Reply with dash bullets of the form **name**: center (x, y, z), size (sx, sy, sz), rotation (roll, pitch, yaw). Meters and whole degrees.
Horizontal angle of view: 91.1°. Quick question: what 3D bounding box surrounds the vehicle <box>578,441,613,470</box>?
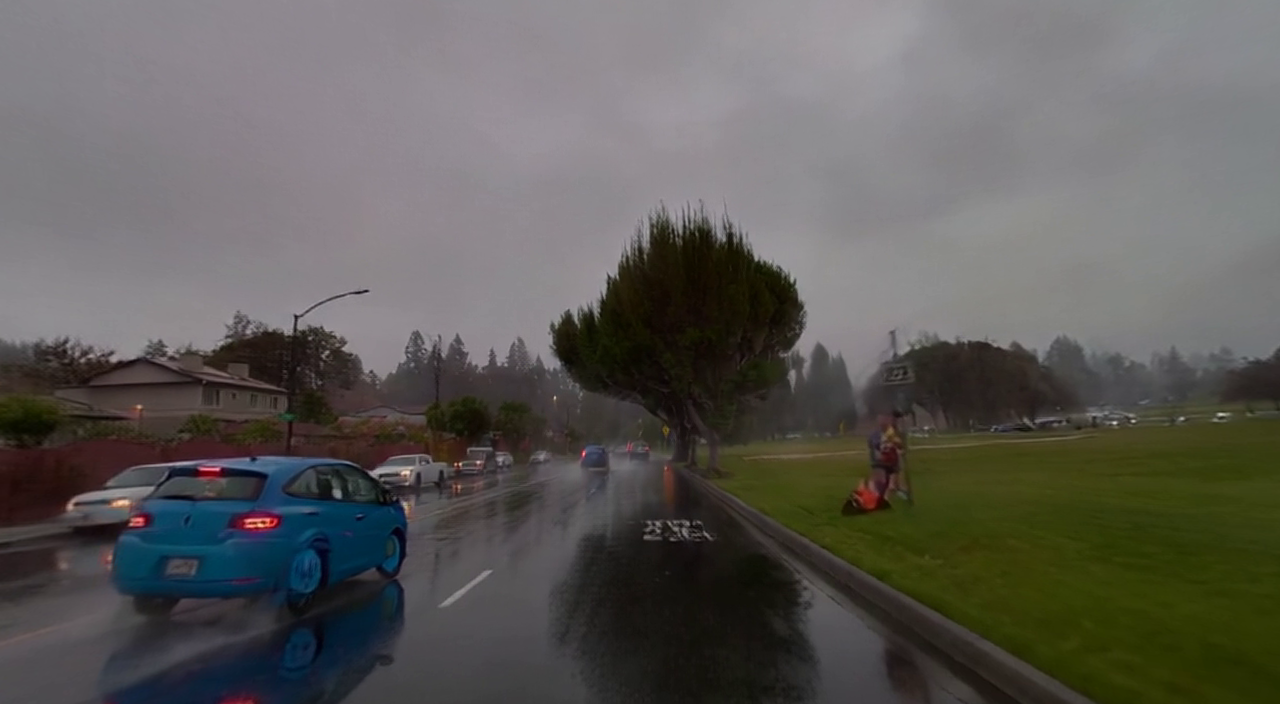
- **vehicle**: center (-2.902, 6.831, 41.614), size (1.908, 1.809, 4.230), rotation (0, -8, 1)

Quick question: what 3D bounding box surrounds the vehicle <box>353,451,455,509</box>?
- **vehicle**: center (-8.988, 4.872, 24.426), size (2.019, 1.907, 4.697), rotation (0, -8, 1)

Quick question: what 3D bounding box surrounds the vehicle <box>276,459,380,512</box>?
- **vehicle**: center (-12.180, 5.188, 24.846), size (1.910, 1.462, 4.581), rotation (-4, -6, -2)

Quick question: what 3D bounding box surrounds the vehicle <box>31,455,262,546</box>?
- **vehicle**: center (-12.146, 3.605, 16.055), size (1.904, 1.728, 4.997), rotation (2, -7, -1)
